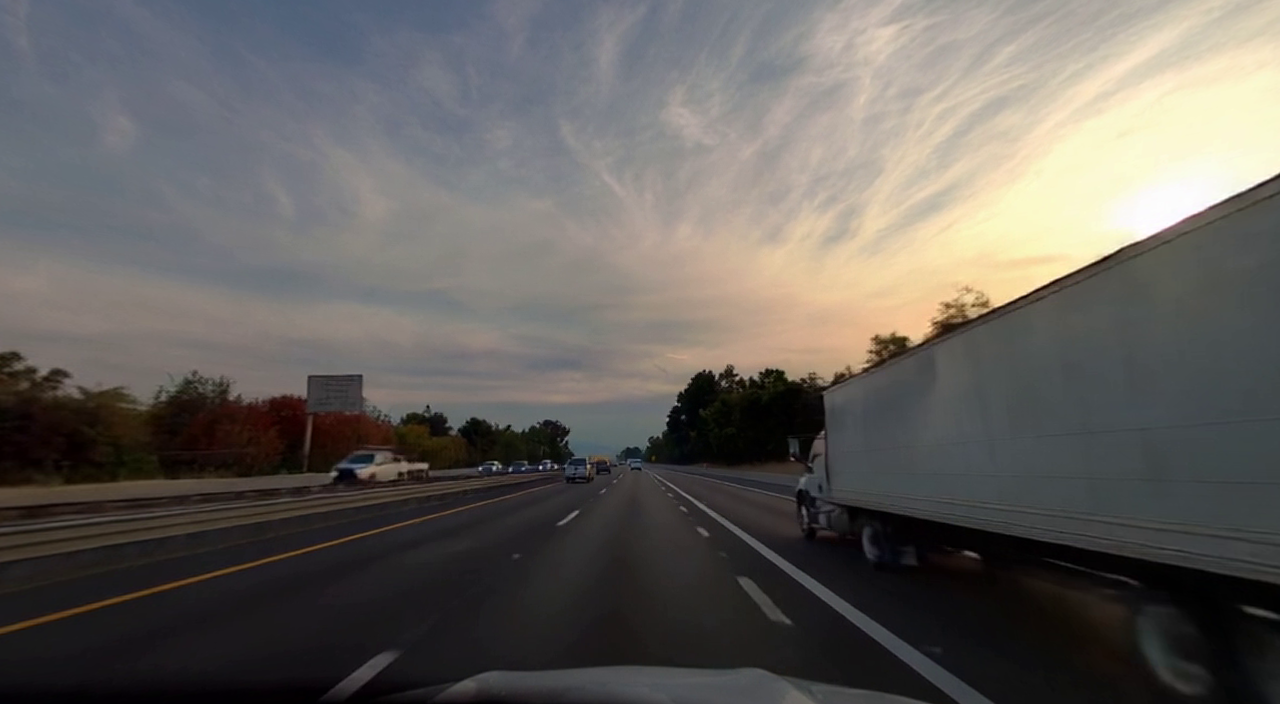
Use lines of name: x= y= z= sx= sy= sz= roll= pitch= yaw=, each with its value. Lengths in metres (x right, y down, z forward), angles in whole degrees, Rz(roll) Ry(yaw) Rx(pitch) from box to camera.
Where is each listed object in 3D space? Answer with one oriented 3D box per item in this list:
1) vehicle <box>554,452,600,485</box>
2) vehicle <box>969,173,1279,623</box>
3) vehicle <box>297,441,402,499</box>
vehicle: x=-3.836 y=7.249 z=39.171 sx=2.272 sy=1.873 sz=4.832 roll=1 pitch=-10 yaw=0
vehicle: x=7.586 y=0.513 z=6.345 sx=3.235 sy=4.088 sz=9.243 roll=-1 pitch=-13 yaw=-1
vehicle: x=-12.242 y=5.047 z=27.035 sx=2.100 sy=2.201 sz=4.873 roll=1 pitch=-10 yaw=0
